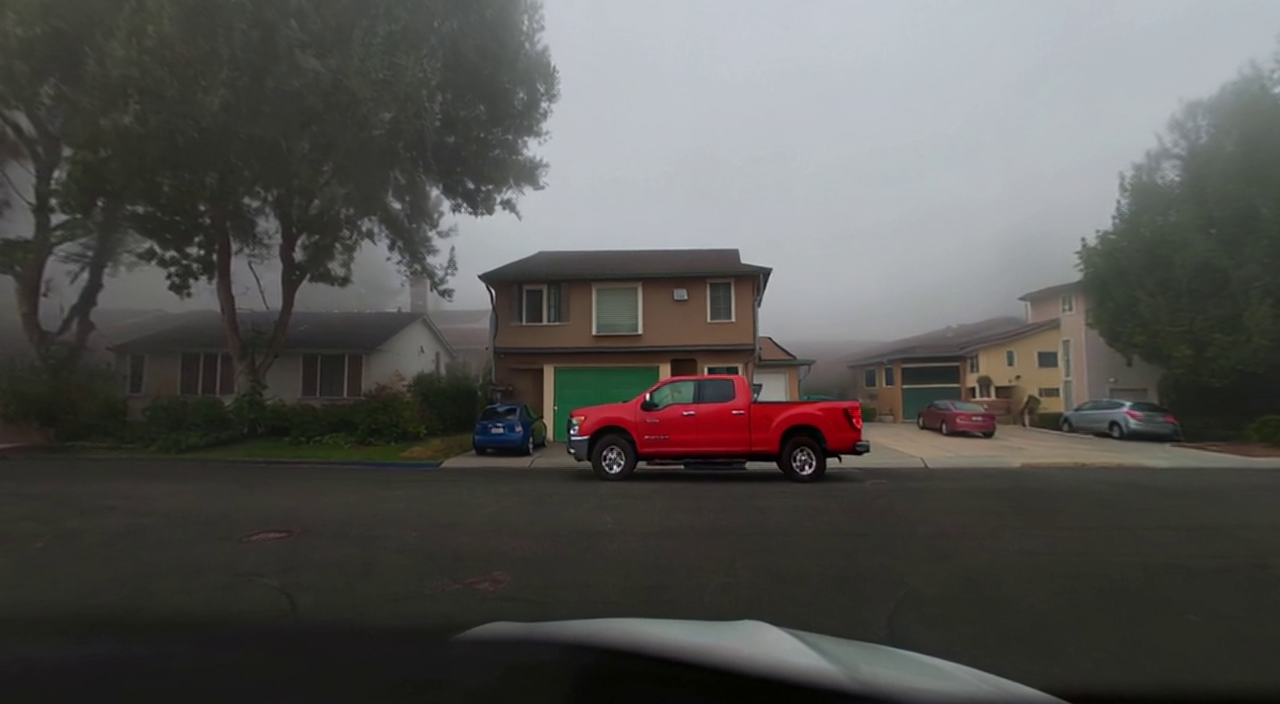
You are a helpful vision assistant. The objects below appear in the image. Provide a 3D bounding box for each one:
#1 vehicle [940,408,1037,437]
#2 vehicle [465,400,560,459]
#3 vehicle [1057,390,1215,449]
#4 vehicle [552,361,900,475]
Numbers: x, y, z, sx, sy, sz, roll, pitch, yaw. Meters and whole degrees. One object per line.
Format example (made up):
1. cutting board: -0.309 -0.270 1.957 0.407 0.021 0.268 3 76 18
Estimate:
1. vehicle: 17.668 3.598 32.105 3.897 1.416 1.703 -1 -8 4
2. vehicle: -3.919 2.368 20.027 1.869 1.460 3.826 -3 -2 5
3. vehicle: 16.704 2.338 21.413 3.770 1.496 1.951 6 -9 4
4. vehicle: 1.413 1.232 11.403 5.600 1.835 2.161 -1 -8 3
